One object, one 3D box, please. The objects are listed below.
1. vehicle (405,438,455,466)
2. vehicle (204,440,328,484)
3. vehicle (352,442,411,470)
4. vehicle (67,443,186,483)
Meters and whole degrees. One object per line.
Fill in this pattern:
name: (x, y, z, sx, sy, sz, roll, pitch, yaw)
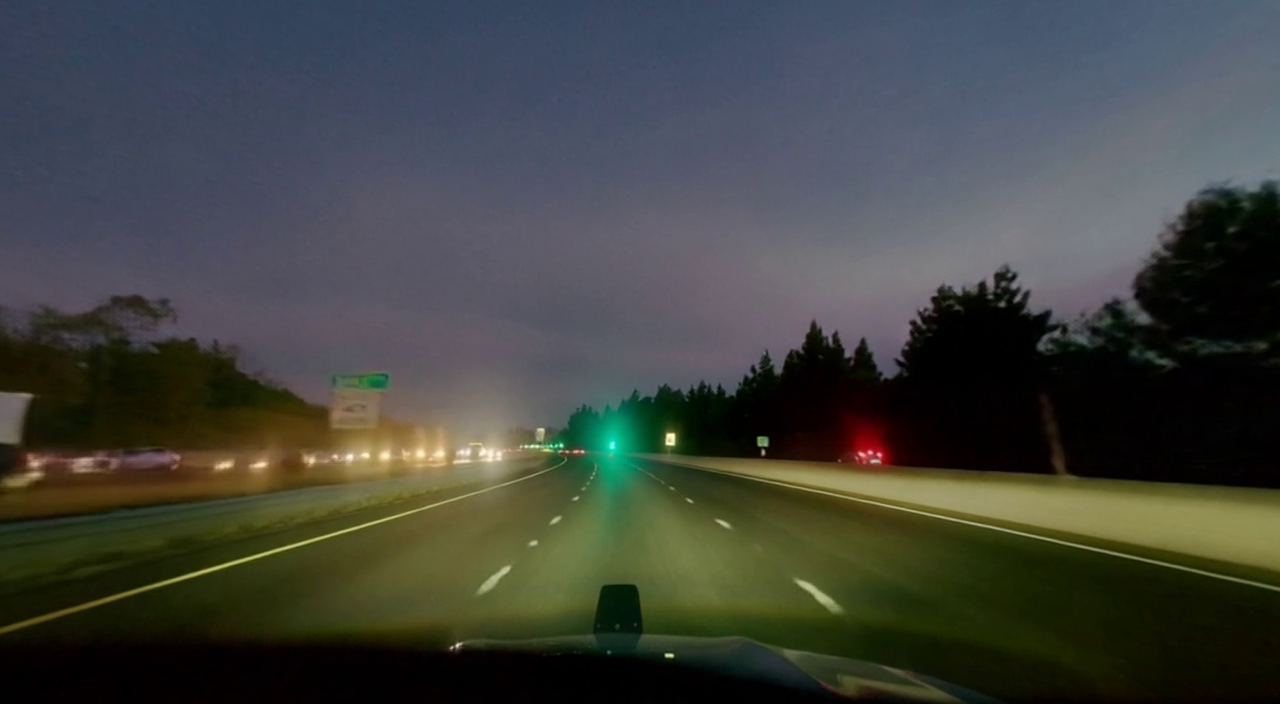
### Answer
vehicle: (-16.186, 7.745, 48.680, 2.201, 2.054, 5.510, 0, -9, -3)
vehicle: (-14.700, 4.355, 25.050, 1.946, 1.539, 5.095, 0, -9, -2)
vehicle: (-15.456, 6.217, 37.719, 1.865, 1.563, 4.196, 0, -9, -1)
vehicle: (-21.030, 4.543, 25.875, 1.778, 1.500, 3.764, 0, -9, -2)
